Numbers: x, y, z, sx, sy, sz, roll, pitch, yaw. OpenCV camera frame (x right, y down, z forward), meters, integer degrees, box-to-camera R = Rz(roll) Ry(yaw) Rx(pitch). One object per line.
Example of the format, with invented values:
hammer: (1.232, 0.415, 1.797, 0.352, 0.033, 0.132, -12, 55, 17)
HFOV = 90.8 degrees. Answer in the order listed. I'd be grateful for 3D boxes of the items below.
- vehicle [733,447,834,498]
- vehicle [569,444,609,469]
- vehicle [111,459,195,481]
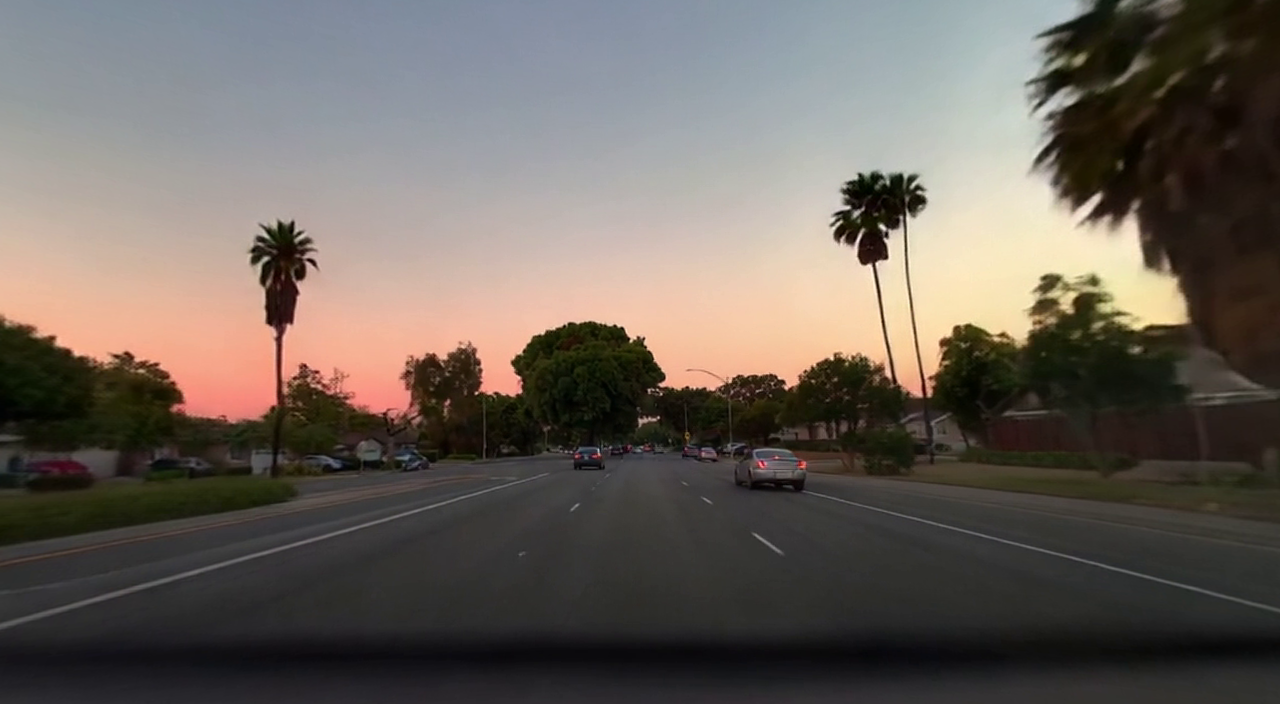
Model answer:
vehicle: (4.424, 3.777, 20.367, 2.149, 1.421, 4.805, 0, -8, 0)
vehicle: (-3.281, 6.896, 41.809, 2.263, 1.548, 4.555, 0, -8, 0)
vehicle: (-35.411, 8.606, 46.022, 4.503, 1.515, 1.964, -1, -9, 2)
